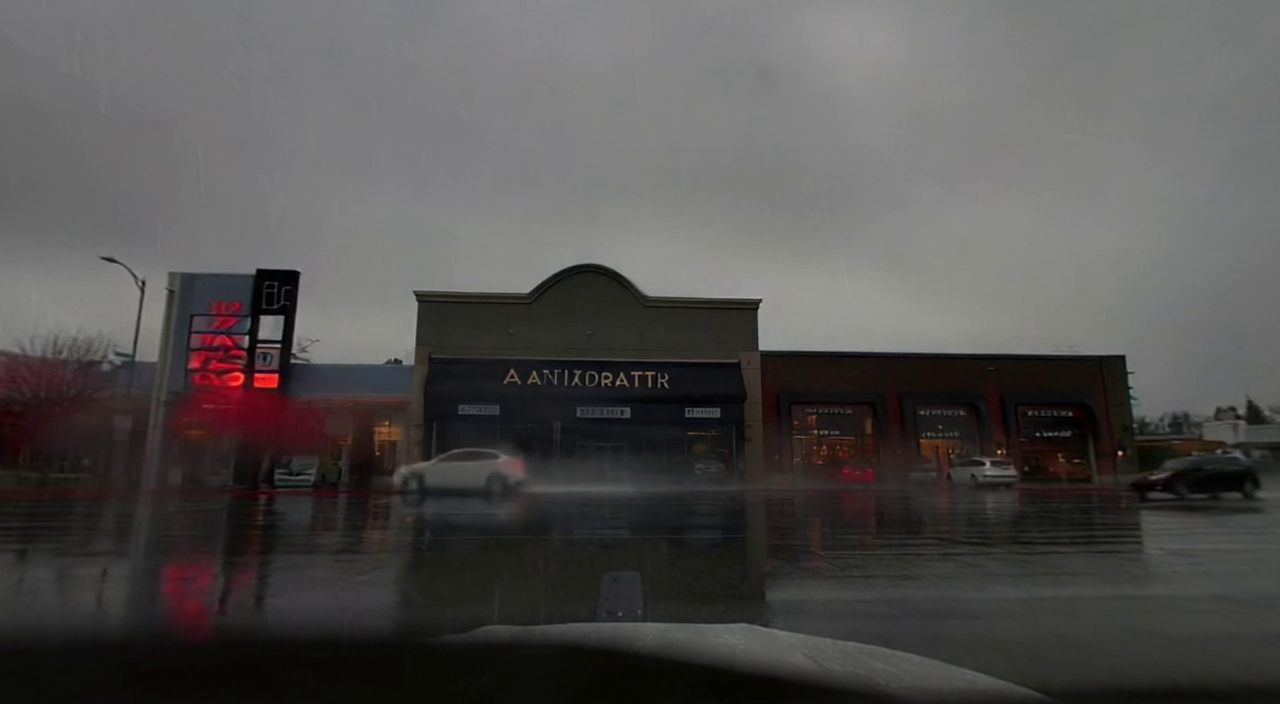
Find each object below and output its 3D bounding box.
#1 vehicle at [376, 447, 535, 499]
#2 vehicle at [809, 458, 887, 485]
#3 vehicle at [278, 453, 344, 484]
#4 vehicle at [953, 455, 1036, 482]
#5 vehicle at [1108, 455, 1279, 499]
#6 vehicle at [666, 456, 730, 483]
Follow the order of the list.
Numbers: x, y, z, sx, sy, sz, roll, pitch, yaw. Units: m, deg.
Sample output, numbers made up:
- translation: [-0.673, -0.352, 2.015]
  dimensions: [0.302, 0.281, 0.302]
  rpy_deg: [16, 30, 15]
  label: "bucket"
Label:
- translation: [-6.223, 4.147, 21.886]
  dimensions: [4.889, 1.659, 2.059]
  rpy_deg: [1, -9, -4]
  label: "vehicle"
- translation: [12.959, 7.430, 39.563]
  dimensions: [1.791, 1.453, 4.593]
  rpy_deg: [5, -10, -29]
  label: "vehicle"
- translation: [-20.034, 7.021, 38.399]
  dimensions: [4.596, 1.680, 1.936]
  rpy_deg: [-7, -11, 41]
  label: "vehicle"
- translation: [25.726, 8.402, 45.931]
  dimensions: [4.838, 1.799, 1.914]
  rpy_deg: [-7, -11, 39]
  label: "vehicle"
- translation: [19.892, 4.466, 22.806]
  dimensions: [4.661, 1.478, 1.878]
  rpy_deg: [1, -9, -6]
  label: "vehicle"
- translation: [3.561, 7.331, 39.738]
  dimensions: [1.812, 1.468, 4.519]
  rpy_deg: [5, -10, -28]
  label: "vehicle"
